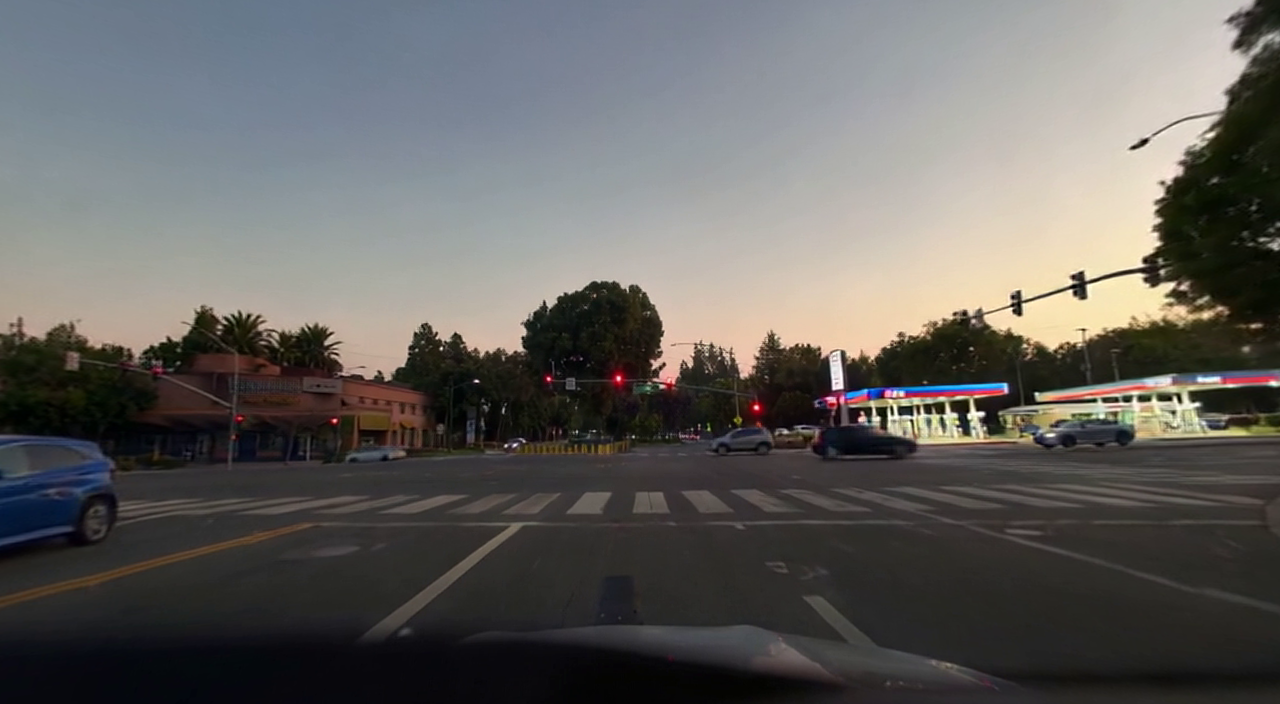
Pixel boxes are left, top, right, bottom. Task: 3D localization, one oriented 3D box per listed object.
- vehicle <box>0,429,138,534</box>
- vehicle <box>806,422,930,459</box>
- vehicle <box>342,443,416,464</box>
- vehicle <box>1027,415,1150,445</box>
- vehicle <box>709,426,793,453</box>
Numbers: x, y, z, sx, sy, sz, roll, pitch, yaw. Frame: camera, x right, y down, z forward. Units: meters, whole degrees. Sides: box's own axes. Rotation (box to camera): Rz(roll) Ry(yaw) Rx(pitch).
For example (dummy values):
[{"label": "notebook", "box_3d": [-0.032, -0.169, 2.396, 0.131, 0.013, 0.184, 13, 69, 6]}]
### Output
[{"label": "vehicle", "box_3d": [-9.867, 1.795, 8.686, 1.899, 1.460, 4.880, 0, -8, -1]}, {"label": "vehicle", "box_3d": [10.107, 3.978, 28.182, 4.775, 1.466, 1.850, -2, -8, 4]}, {"label": "vehicle", "box_3d": [-19.495, 7.575, 47.113, 4.737, 1.479, 1.831, -1, -8, 4]}, {"label": "vehicle", "box_3d": [22.805, 4.004, 32.128, 4.696, 1.483, 1.898, -1, -8, 3]}, {"label": "vehicle", "box_3d": [7.991, 6.361, 45.876, 5.789, 1.893, 2.169, -1, -8, 4]}]
